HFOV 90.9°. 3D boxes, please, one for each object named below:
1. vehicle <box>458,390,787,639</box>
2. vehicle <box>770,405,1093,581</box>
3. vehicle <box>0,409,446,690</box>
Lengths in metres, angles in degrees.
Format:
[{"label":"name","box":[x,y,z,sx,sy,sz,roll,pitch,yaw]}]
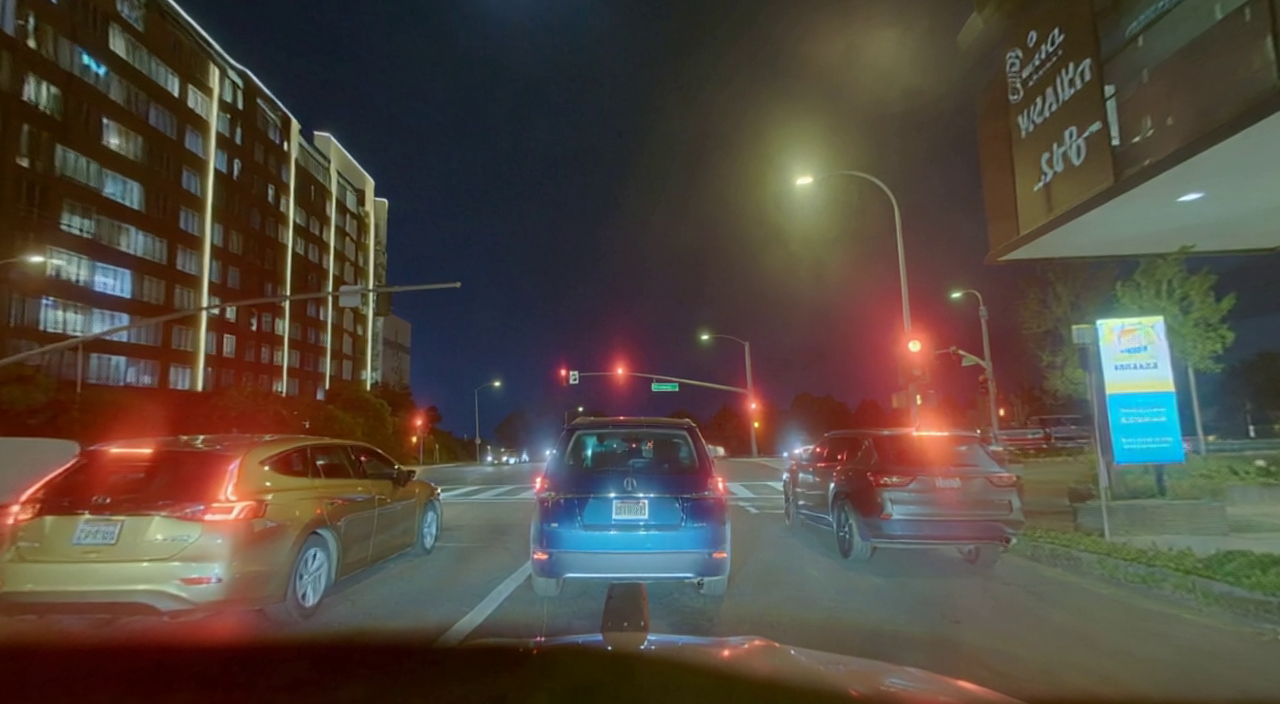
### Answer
[{"label":"vehicle","box":[-0.132,1.408,6.439,2.195,1.662,4.262,0,-8,-1]},{"label":"vehicle","box":[3.218,1.662,8.262,2.004,1.646,4.554,0,-8,0]},{"label":"vehicle","box":[-3.551,1.420,5.819,1.906,1.524,4.547,0,-8,2]}]
